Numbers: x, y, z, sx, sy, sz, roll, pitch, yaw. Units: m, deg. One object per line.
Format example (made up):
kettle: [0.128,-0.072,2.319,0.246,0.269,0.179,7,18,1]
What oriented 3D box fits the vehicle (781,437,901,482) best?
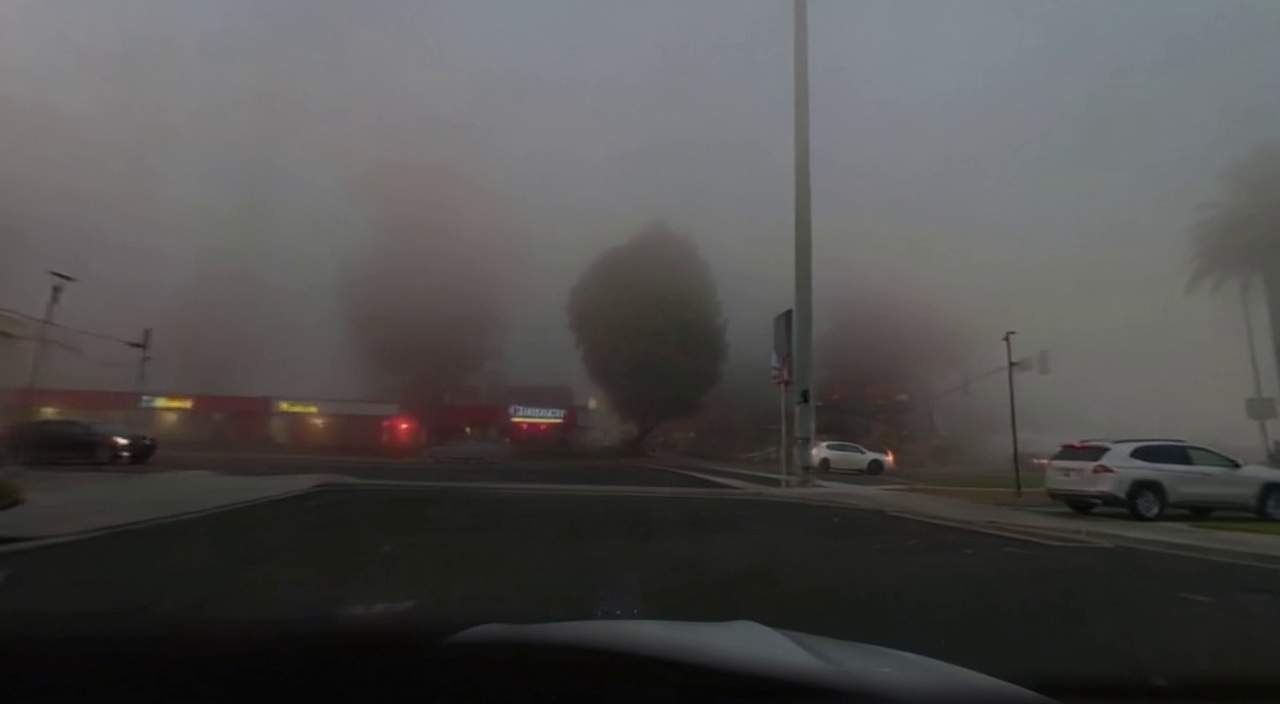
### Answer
vehicle: [8.342,4.467,26.369,4.211,1.756,2.158,3,-9,-17]

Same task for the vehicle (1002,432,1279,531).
vehicle: [9.706,2.467,12.609,1.870,1.611,3.978,3,-9,-17]
